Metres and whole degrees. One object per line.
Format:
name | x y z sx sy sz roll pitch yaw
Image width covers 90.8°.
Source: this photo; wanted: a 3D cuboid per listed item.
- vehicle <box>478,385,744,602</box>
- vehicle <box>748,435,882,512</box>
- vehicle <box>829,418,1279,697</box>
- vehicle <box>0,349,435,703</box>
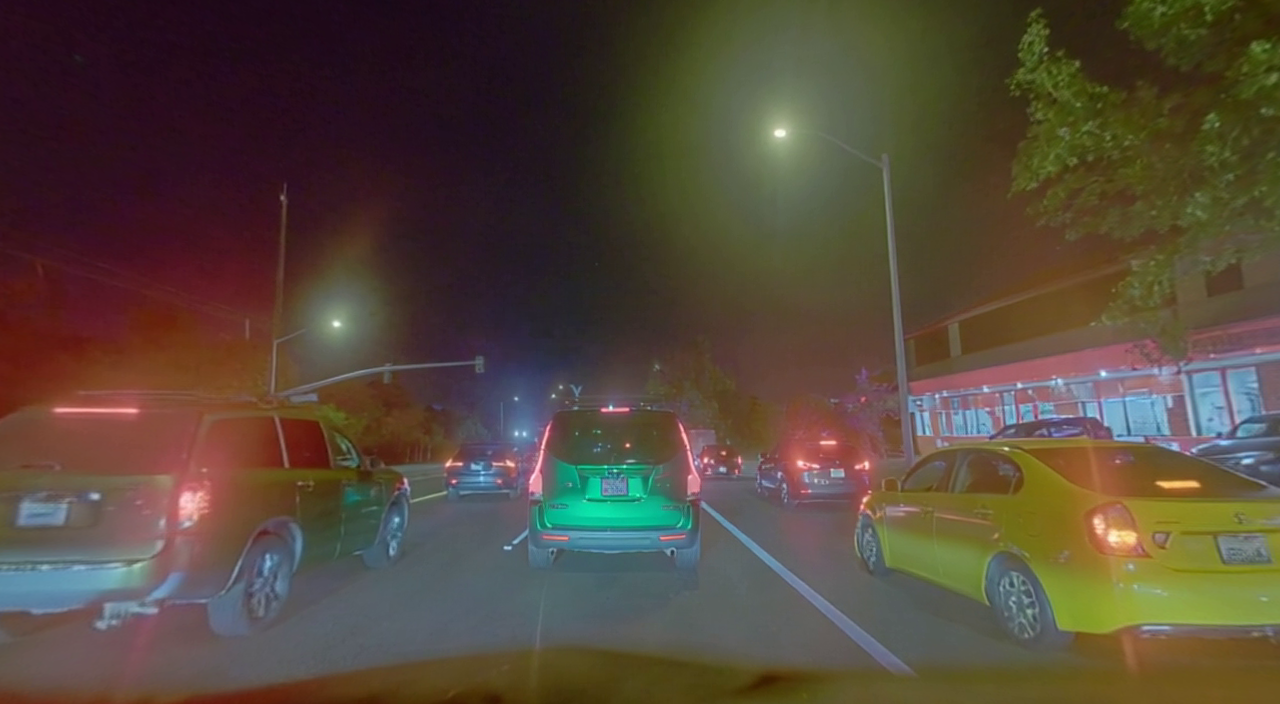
vehicle | -0.294 1.511 7.528 2.238 1.825 4.190 0 -9 -1
vehicle | 3.911 2.777 14.931 1.875 1.521 4.192 0 -9 -1
vehicle | 3.360 1.433 5.651 1.900 1.477 4.352 0 -9 -1
vehicle | -3.655 1.233 5.508 2.231 1.853 4.461 0 -9 0
